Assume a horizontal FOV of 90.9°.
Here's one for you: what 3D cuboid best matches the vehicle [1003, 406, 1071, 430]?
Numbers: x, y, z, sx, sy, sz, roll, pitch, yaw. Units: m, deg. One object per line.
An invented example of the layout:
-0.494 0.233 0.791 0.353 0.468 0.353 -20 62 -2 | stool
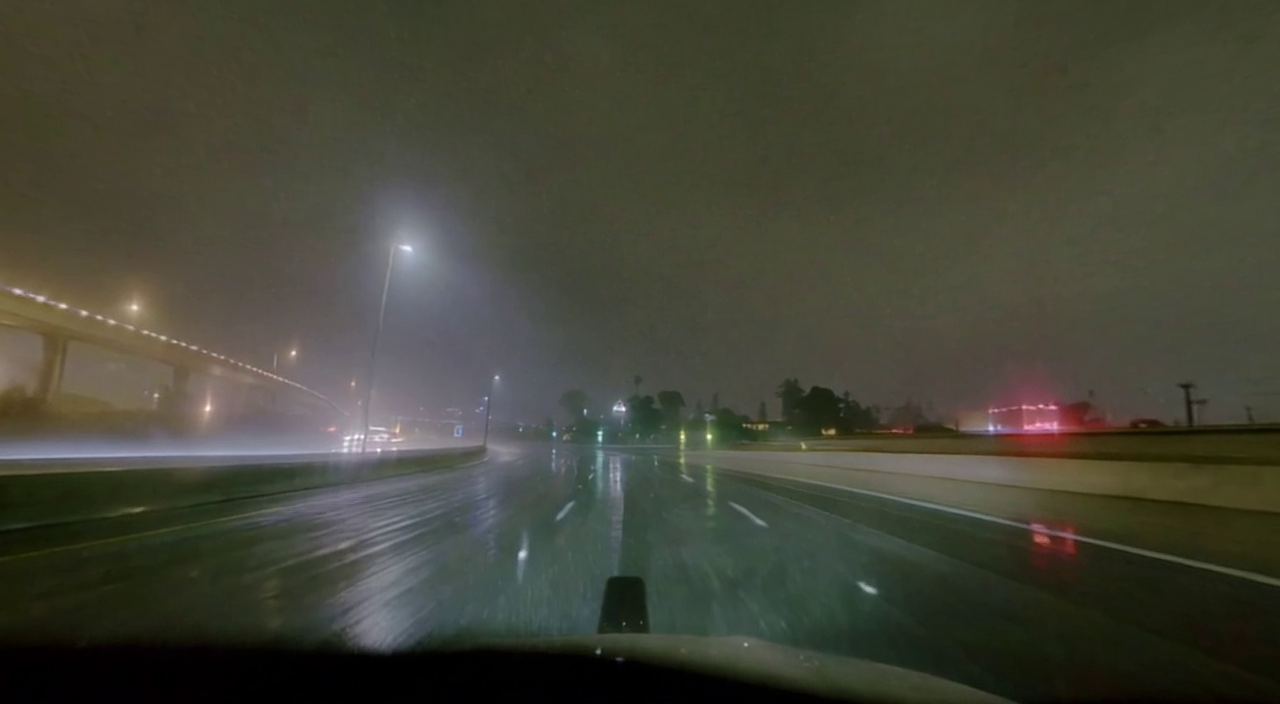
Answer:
27.112 4.567 43.204 1.944 1.461 3.689 1 -8 -6 | vehicle
